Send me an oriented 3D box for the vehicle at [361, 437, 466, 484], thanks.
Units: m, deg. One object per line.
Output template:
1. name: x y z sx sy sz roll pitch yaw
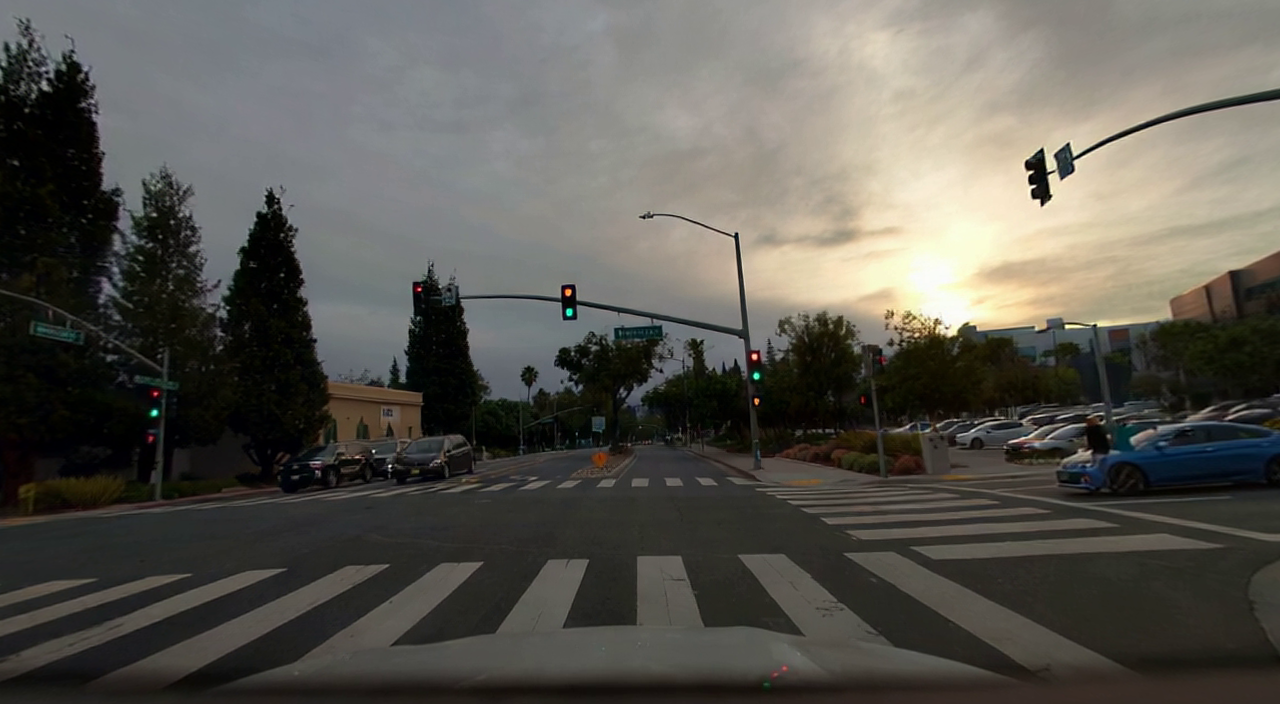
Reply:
1. vehicle: -10.150 4.926 28.983 2.664 1.940 5.702 0 -9 0

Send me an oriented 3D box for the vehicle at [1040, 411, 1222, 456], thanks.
1. vehicle: 16.950 2.902 22.110 4.560 1.453 1.851 -3 -9 18

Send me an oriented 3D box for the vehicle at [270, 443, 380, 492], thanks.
1. vehicle: -13.778 5.066 28.061 2.306 1.957 4.968 0 -9 -1
